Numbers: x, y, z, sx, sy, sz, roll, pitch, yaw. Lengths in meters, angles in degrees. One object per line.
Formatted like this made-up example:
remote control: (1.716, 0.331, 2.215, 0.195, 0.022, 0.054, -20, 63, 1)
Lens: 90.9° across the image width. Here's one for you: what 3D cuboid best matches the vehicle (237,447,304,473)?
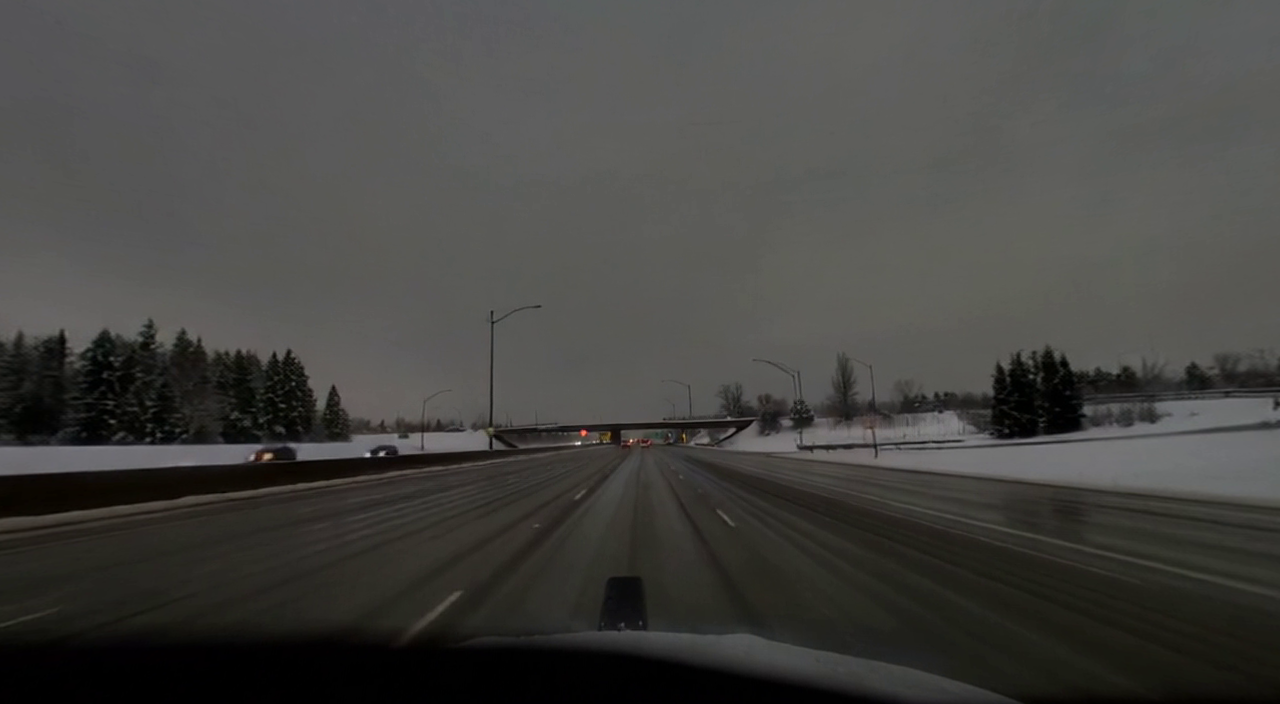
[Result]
vehicle: (-25.411, 7.403, 43.511, 1.945, 1.621, 4.378, 0, -9, 0)
